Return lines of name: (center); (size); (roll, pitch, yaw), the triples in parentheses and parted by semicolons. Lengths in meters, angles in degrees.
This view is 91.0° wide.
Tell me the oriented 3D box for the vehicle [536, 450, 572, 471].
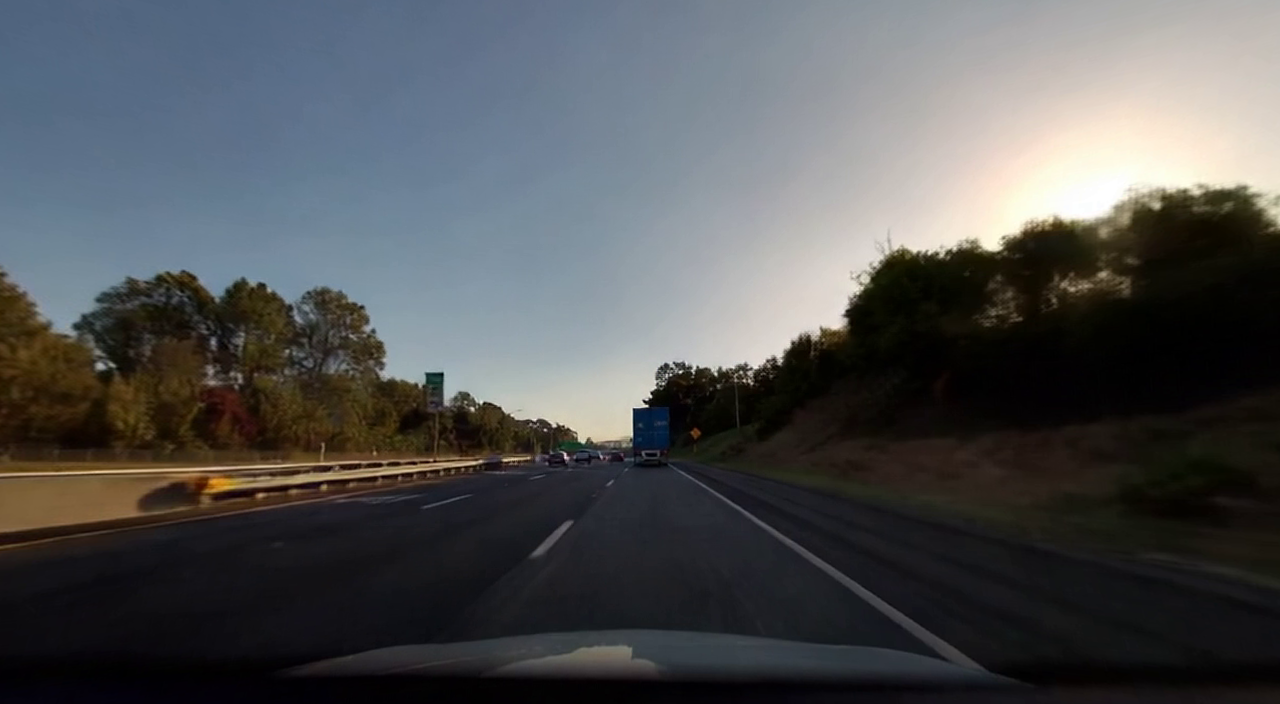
vehicle: (-6.544, 8.260, 48.287); (2.017, 1.517, 4.766); (0, -9, 1)
